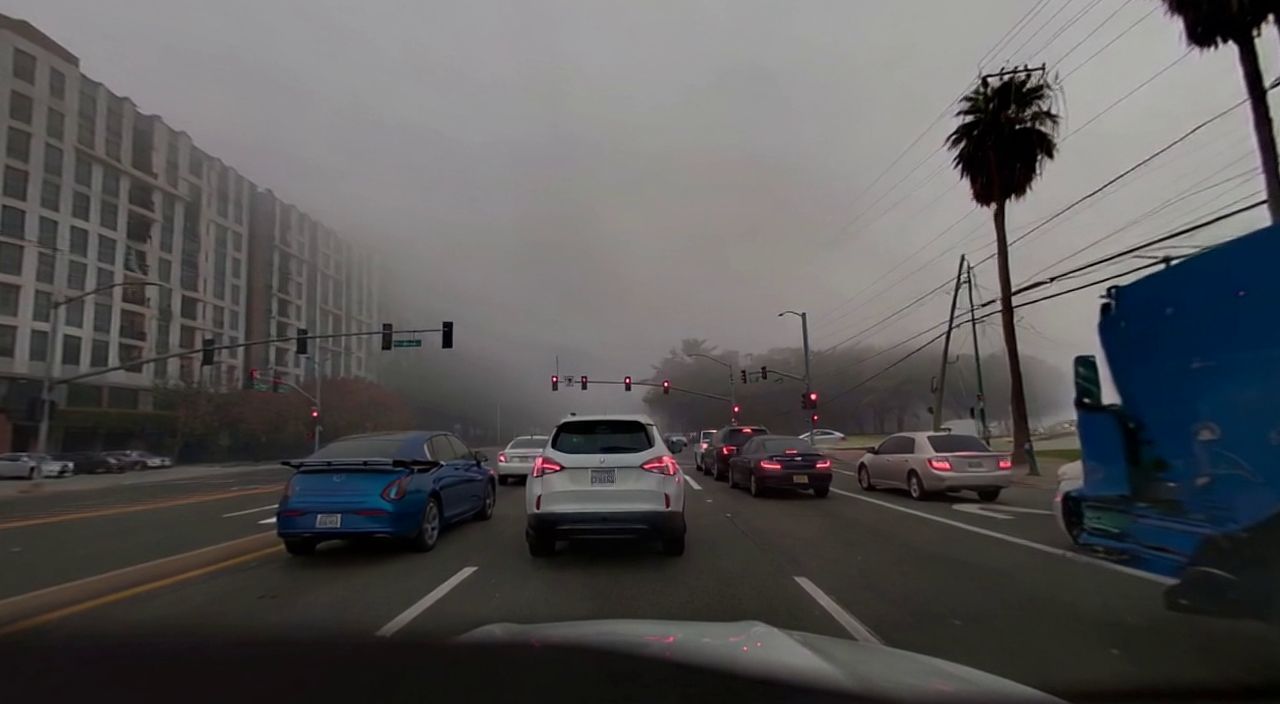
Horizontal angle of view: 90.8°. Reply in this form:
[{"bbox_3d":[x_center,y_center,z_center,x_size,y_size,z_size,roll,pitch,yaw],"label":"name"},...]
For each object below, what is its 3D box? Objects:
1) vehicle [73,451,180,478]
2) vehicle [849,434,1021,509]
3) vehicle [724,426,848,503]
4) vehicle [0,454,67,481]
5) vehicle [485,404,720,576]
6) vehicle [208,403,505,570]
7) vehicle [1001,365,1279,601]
[{"bbox_3d":[-35.727,7.857,44.112,5.422,1.765,1.937,1,-9,-8],"label":"vehicle"},{"bbox_3d":[6.500,2.663,14.575,1.764,1.451,4.300,0,-8,-2],"label":"vehicle"},{"bbox_3d":[3.331,2.657,15.311,1.975,1.598,4.025,0,-8,-1],"label":"vehicle"},{"bbox_3d":[-42.512,7.840,42.902,4.867,1.689,1.971,1,-9,-9],"label":"vehicle"},{"bbox_3d":[-0.414,1.670,8.394,2.302,1.681,4.217,0,-8,-1],"label":"vehicle"},{"bbox_3d":[-3.535,1.771,9.076,2.136,1.779,4.417,0,-8,1],"label":"vehicle"},{"bbox_3d":[6.479,1.306,6.659,2.130,1.979,5.310,0,-9,-1],"label":"vehicle"}]
